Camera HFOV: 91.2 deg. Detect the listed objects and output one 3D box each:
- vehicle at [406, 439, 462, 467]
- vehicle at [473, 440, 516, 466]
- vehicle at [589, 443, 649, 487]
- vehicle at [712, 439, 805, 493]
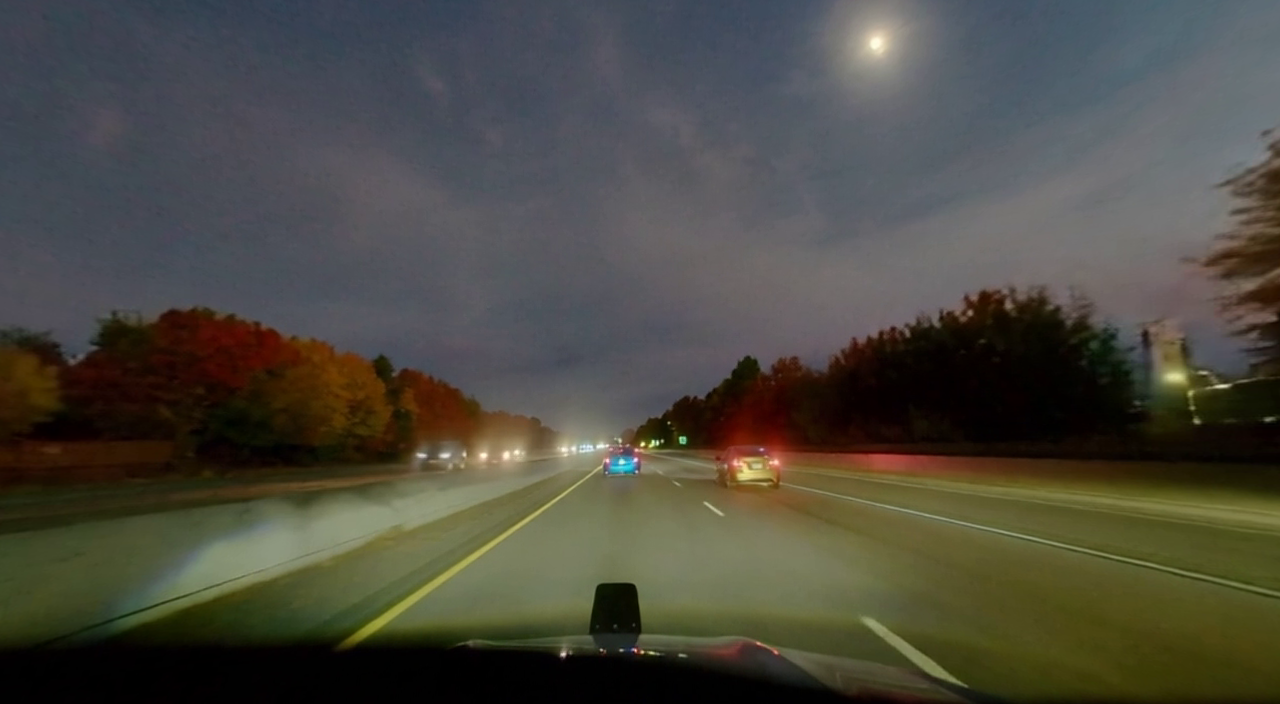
[{"bbox_3d":[-13.783,6.771,42.156,2.213,1.731,4.671,0,-9,-1],"label":"vehicle"},{"bbox_3d":[-10.277,7.159,44.511,2.044,1.661,4.534,0,-9,-1],"label":"vehicle"},{"bbox_3d":[-0.776,4.381,24.633,2.128,1.516,4.410,0,-9,-1],"label":"vehicle"},{"bbox_3d":[3.785,3.741,20.919,2.300,1.595,4.144,-1,-9,0],"label":"vehicle"}]
